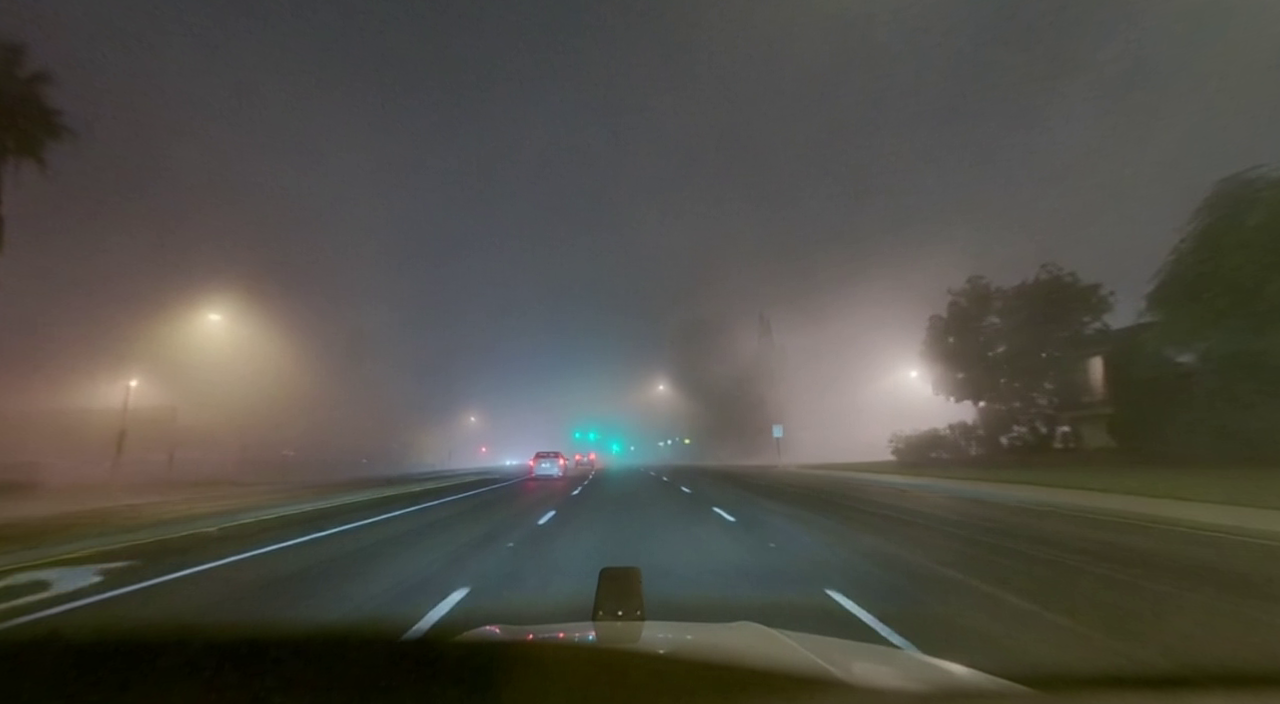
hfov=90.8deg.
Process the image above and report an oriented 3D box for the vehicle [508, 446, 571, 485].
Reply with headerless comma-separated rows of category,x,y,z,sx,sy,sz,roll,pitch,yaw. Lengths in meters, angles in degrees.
vehicle,-4.196,4.810,27.174,2.108,1.475,4.555,0,-8,-2
